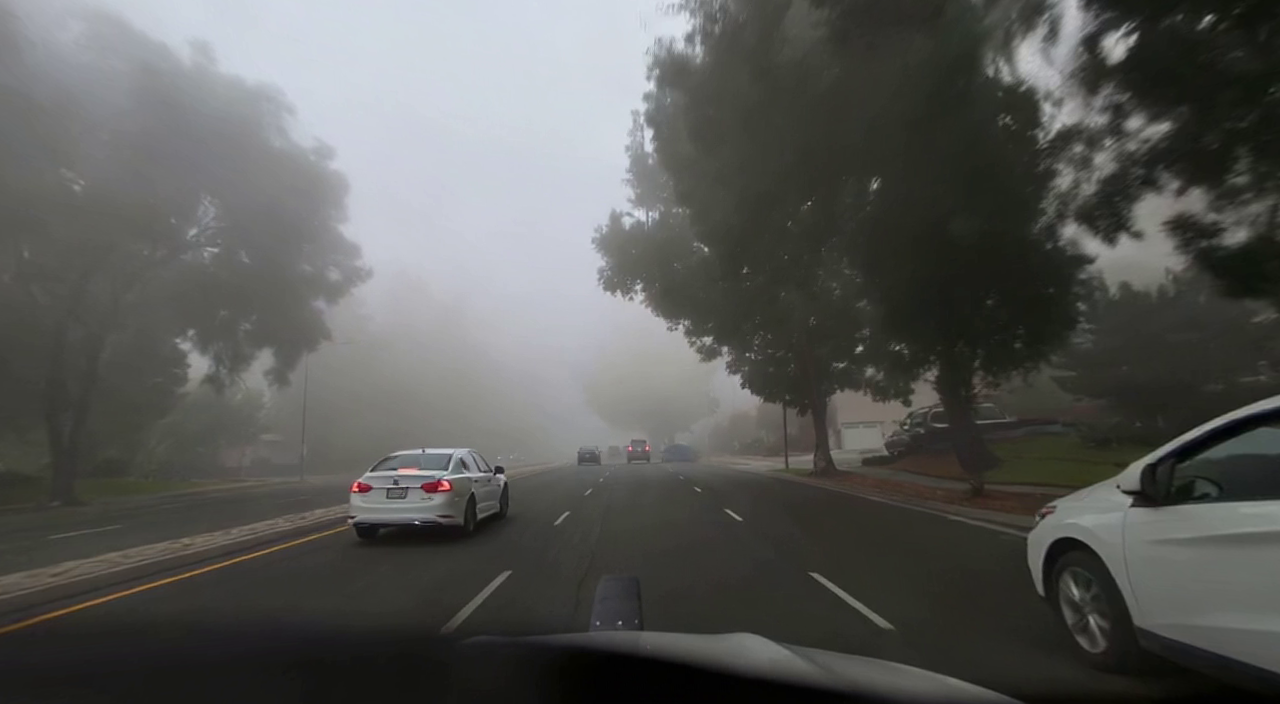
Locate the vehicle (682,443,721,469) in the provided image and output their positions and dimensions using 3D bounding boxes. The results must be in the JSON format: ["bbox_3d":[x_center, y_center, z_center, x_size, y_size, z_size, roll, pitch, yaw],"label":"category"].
[{"bbox_3d":[3.699,6.278,38.411,1.830,1.451,4.009,0,-8,-2],"label":"vehicle"}]

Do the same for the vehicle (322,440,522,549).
[{"bbox_3d":[-3.389,2.270,10.889,1.844,1.451,4.543,0,-8,0],"label":"vehicle"}]

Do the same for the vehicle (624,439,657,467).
[{"bbox_3d":[-0.044,6.630,41.696,2.043,1.734,4.253,0,-8,-2],"label":"vehicle"}]

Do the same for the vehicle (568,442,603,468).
[{"bbox_3d":[-3.481,6.680,41.265,2.000,1.569,3.794,0,-8,-1],"label":"vehicle"}]

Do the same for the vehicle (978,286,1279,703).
[{"bbox_3d":[3.653,0.733,2.725,2.125,1.937,3.924,0,-8,-1],"label":"vehicle"}]
